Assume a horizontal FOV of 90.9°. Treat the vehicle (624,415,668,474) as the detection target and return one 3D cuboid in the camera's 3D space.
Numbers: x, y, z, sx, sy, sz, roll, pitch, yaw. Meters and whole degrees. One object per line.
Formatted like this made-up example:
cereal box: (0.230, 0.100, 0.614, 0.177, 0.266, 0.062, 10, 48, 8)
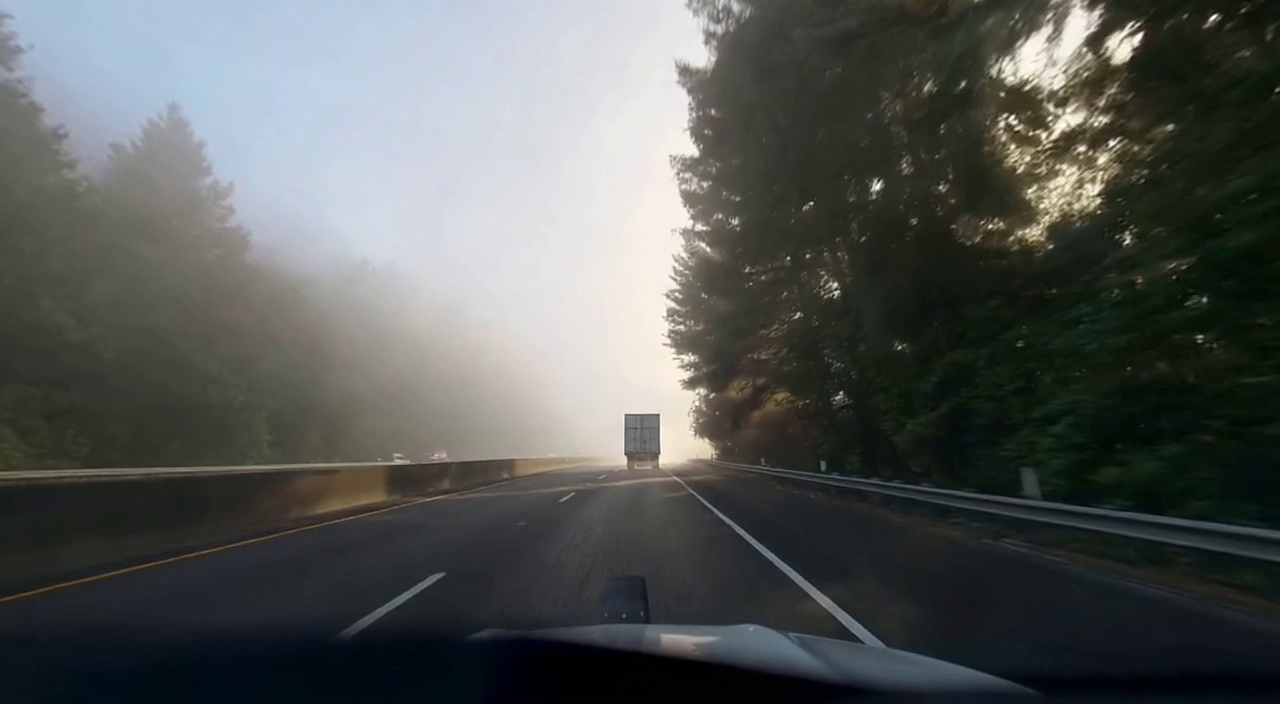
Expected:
vehicle: (0.453, 7.121, 48.305, 3.024, 3.965, 10.399, 0, -9, 0)
